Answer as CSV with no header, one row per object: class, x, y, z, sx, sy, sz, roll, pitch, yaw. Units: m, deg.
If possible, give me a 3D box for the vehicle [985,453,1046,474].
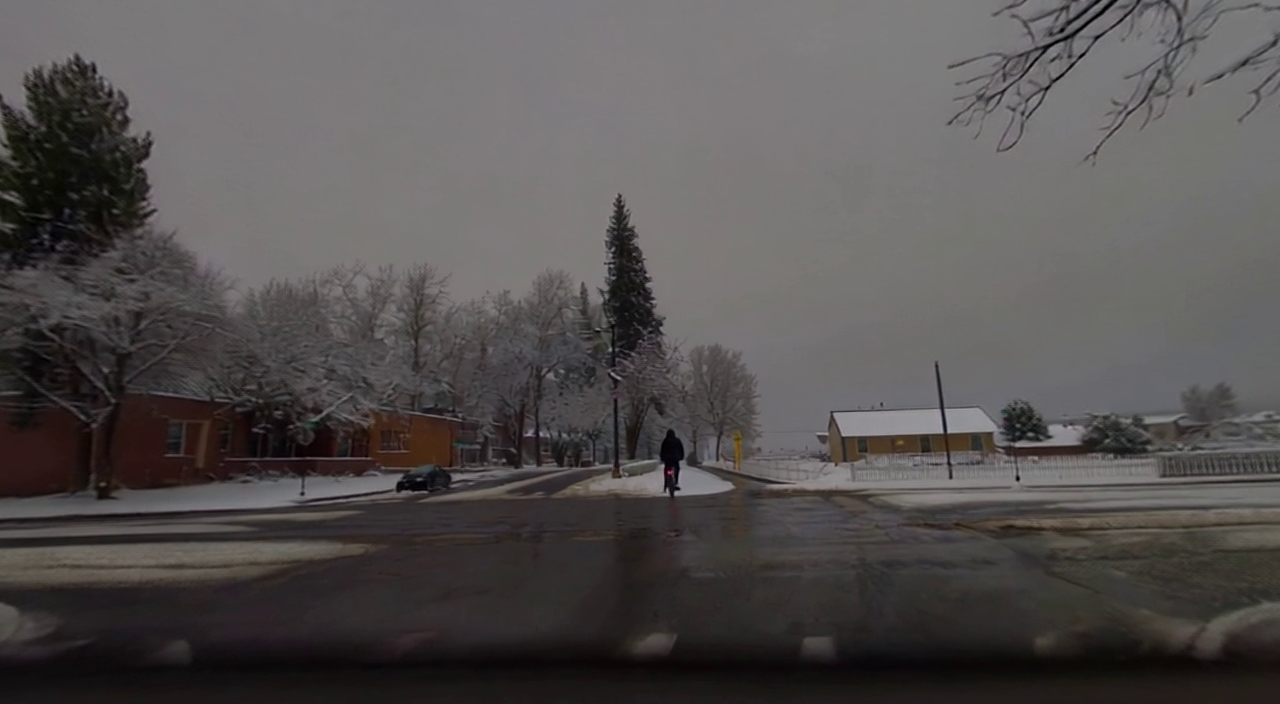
vehicle,28.871,8.576,48.613,3.794,1.403,1.636,-1,-9,-12
